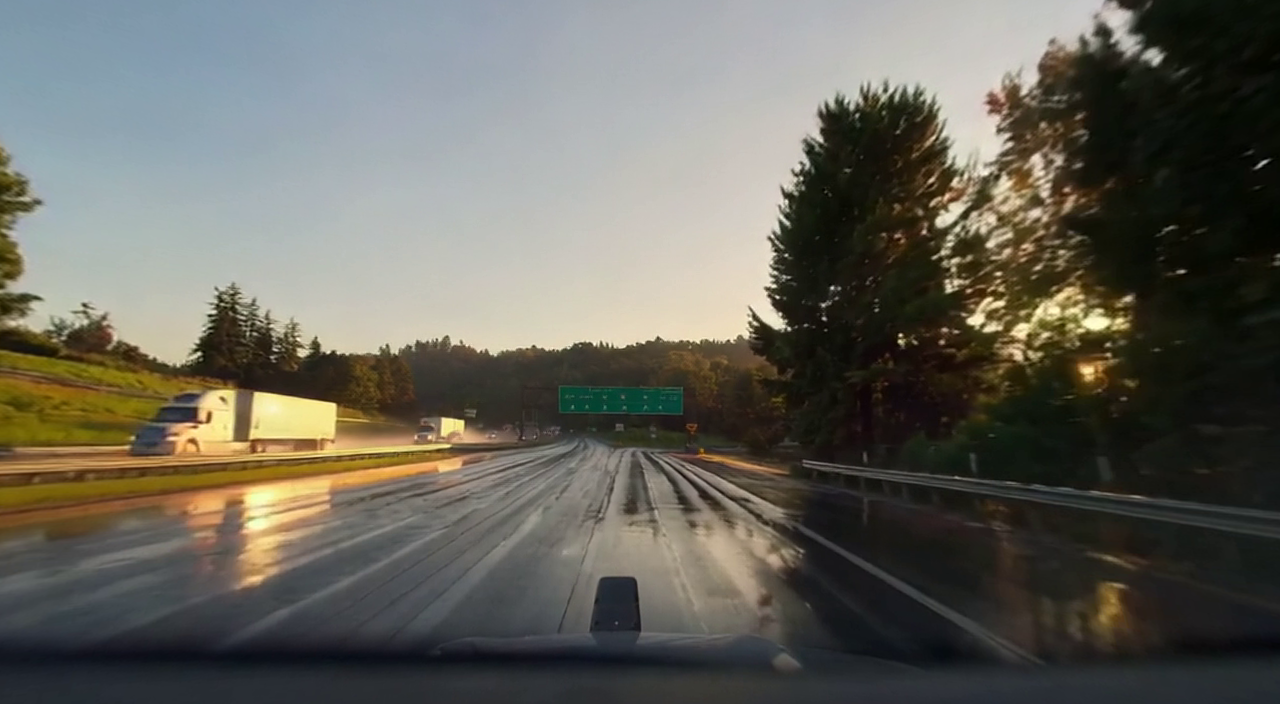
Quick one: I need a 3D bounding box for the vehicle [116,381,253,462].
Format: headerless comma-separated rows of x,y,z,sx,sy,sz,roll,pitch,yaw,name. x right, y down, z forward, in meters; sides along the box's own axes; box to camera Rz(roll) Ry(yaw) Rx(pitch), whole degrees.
-23.920,3.752,33.510,2.978,3.888,5.814,0,-8,-3,vehicle
